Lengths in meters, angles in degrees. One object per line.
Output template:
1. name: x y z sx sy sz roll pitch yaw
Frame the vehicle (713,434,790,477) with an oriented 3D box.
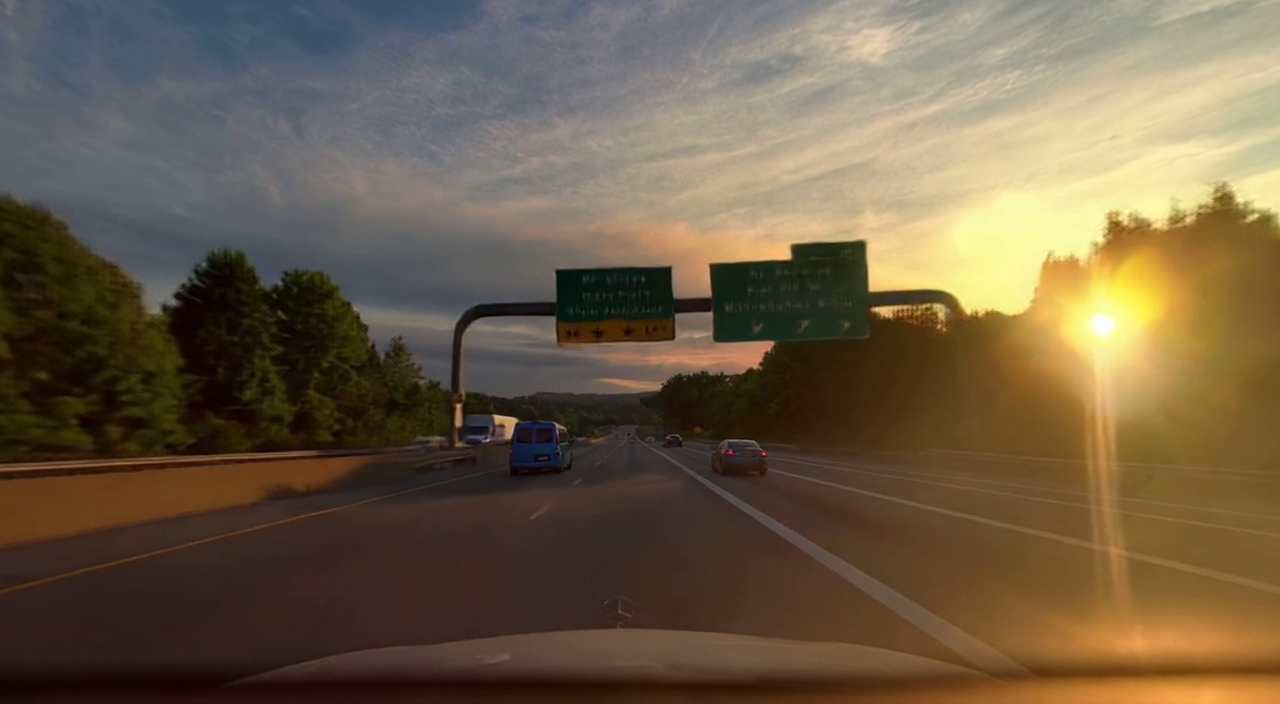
1. vehicle: 4.002 3.764 23.322 2.020 1.464 3.803 0 -8 -2

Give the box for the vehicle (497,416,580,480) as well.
1. vehicle: -3.543 3.454 23.082 2.275 2.053 5.082 0 -8 -1

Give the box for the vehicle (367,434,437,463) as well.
1. vehicle: -12.833 5.221 34.365 2.056 1.486 4.535 0 -8 0
